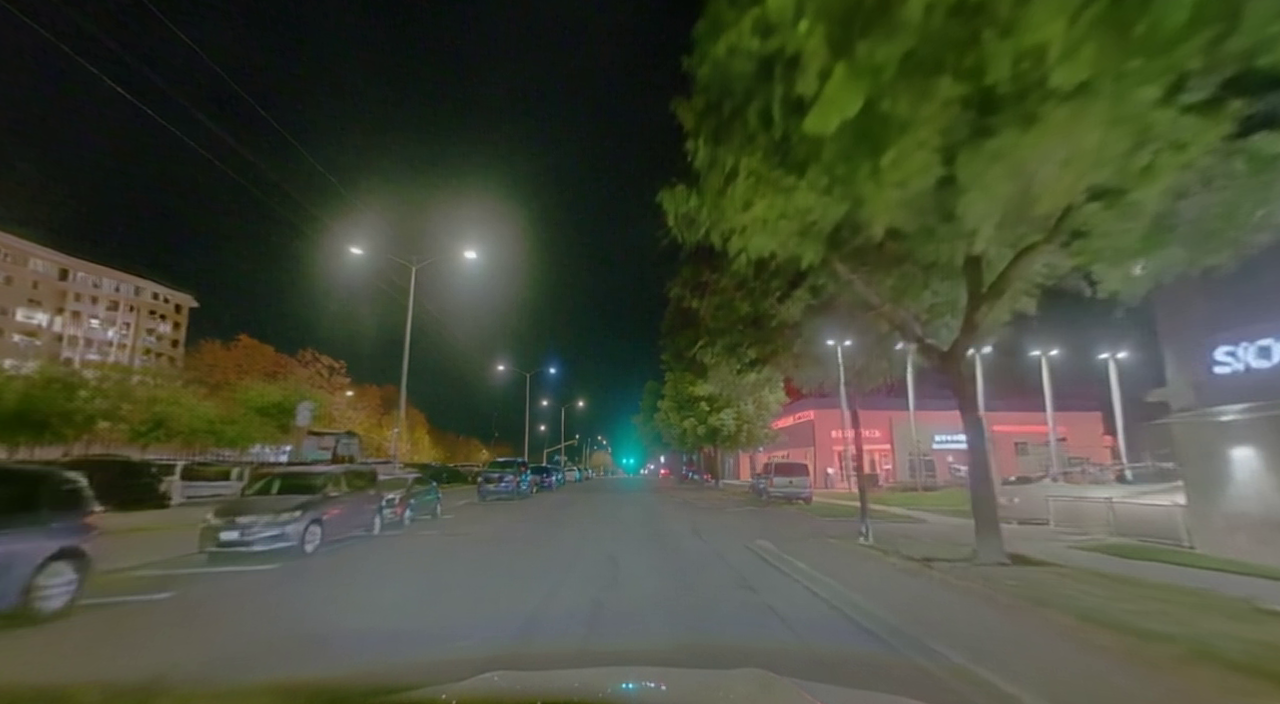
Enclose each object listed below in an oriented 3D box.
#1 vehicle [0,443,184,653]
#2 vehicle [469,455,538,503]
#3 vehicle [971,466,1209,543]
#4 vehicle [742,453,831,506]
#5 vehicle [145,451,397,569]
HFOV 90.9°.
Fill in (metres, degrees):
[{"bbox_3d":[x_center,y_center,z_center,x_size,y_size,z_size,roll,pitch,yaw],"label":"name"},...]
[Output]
[{"bbox_3d":[-5.783,1.466,4.669,1.820,1.578,4.043,1,-11,-2],"label":"vehicle"},{"bbox_3d":[-6.260,5.922,29.604,2.196,2.001,5.548,1,-11,-3],"label":"vehicle"},{"bbox_3d":[10.121,3.462,14.785,1.926,1.469,4.654,2,-11,-4],"label":"vehicle"},{"bbox_3d":[5.442,4.836,24.065,2.054,1.779,4.650,1,-11,-3],"label":"vehicle"},{"bbox_3d":[-6.065,2.647,11.118,1.957,1.634,4.164,1,-11,-1],"label":"vehicle"}]
